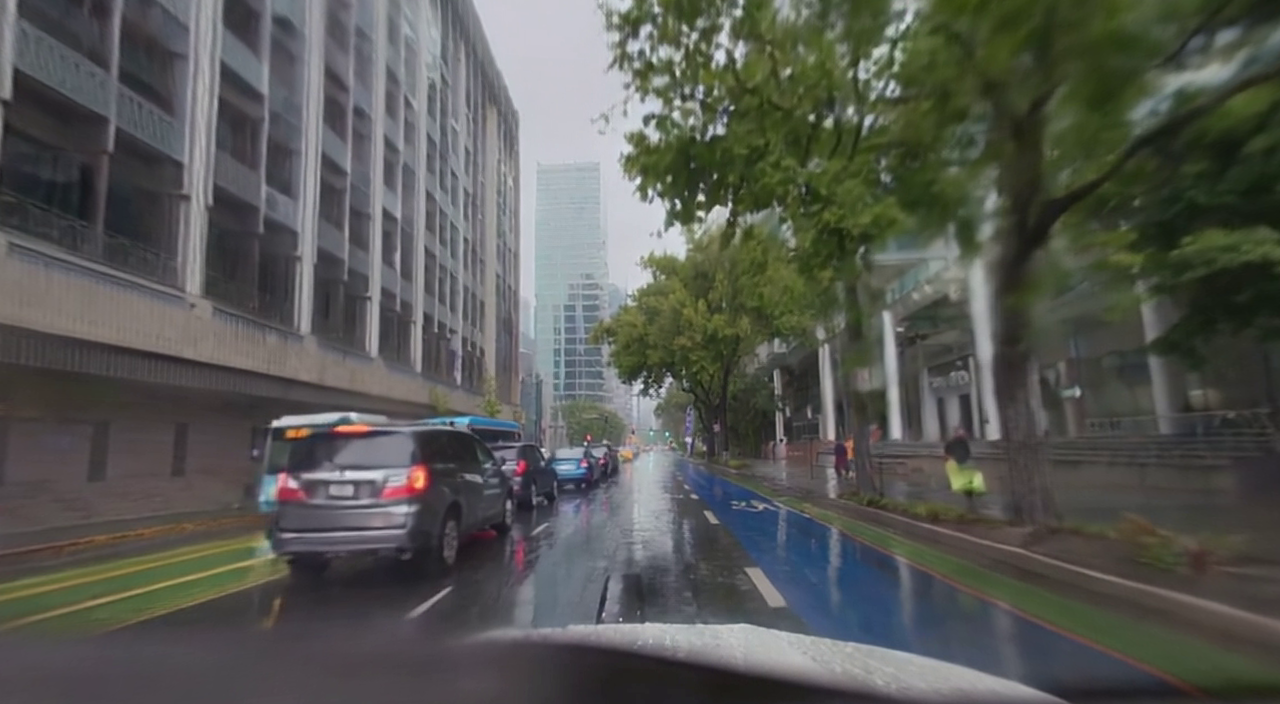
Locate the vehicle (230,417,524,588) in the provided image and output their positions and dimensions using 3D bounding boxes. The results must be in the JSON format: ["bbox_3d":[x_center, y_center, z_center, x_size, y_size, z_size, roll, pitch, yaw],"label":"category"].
[{"bbox_3d":[-3.309,1.983,9.239,2.225,1.848,4.472,0,-8,2],"label":"vehicle"}]

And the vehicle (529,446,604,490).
[{"bbox_3d":[-2.870,4.657,25.854,2.266,1.621,4.783,-1,-8,3],"label":"vehicle"}]
